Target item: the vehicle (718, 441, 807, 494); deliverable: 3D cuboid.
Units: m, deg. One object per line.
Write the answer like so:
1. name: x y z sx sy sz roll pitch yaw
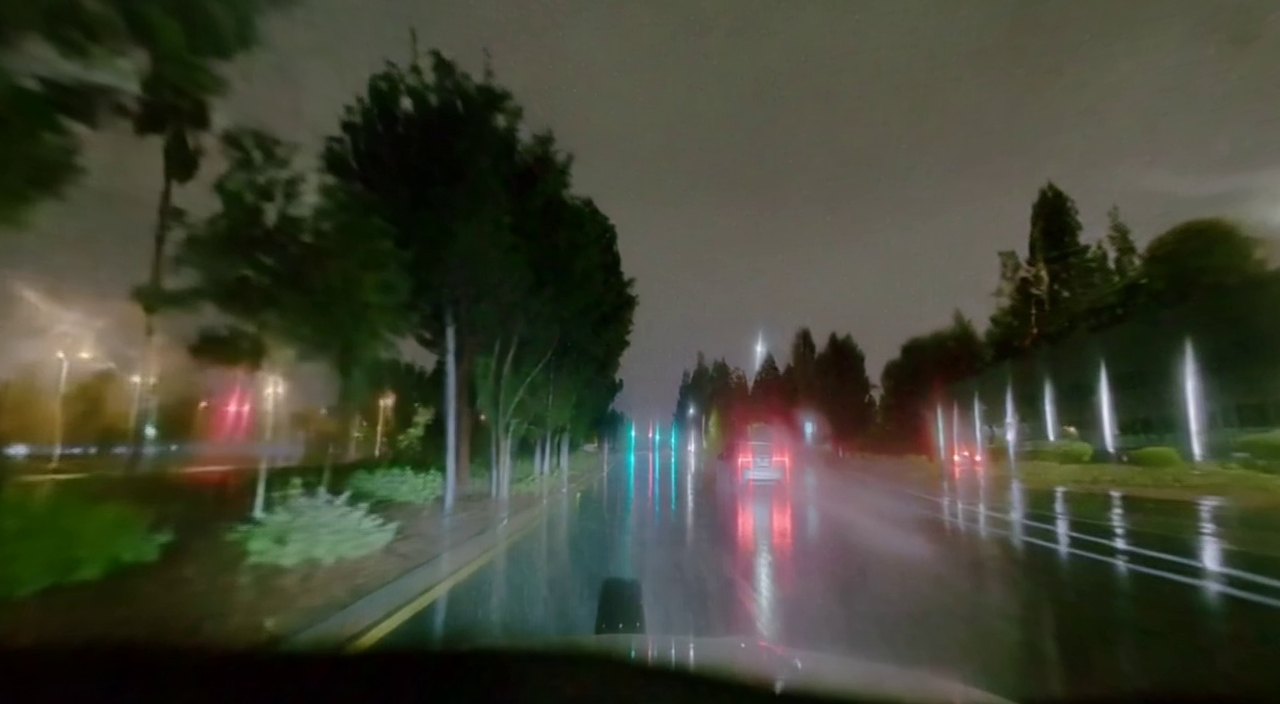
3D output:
1. vehicle: 3.761 3.622 20.246 1.928 1.481 4.453 0 -9 0
